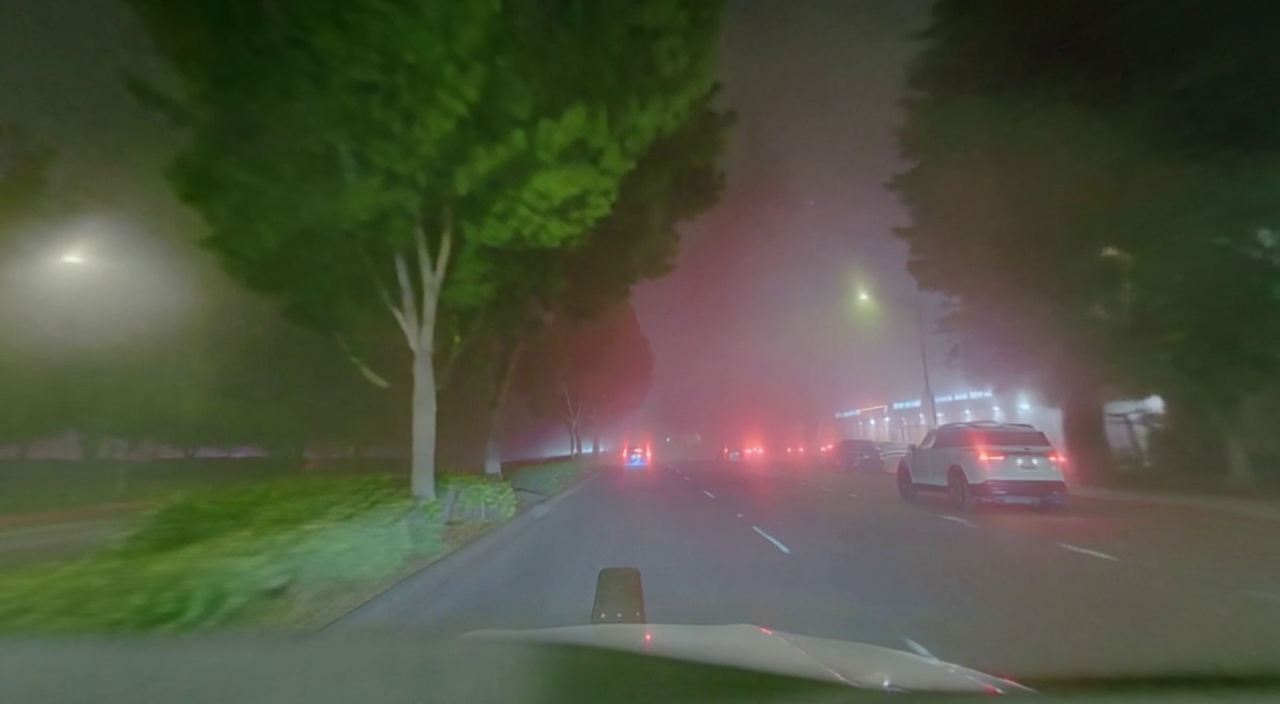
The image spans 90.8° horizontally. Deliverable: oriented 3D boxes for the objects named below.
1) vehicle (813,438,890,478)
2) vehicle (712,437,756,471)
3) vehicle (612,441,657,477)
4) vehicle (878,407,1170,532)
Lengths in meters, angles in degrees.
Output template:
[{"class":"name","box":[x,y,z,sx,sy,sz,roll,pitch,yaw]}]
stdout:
[{"class":"vehicle","box":[10.279,5.178,31.147,1.988,1.783,5.324,0,-8,0]},{"class":"vehicle","box":[5.415,5.941,36.961,1.955,1.845,4.538,0,-8,1]},{"class":"vehicle","box":[-0.282,5.120,30.450,2.037,1.568,3.693,0,-8,-1]},{"class":"vehicle","box":[7.084,2.252,12.765,2.240,1.923,5.678,0,-8,-1]}]
